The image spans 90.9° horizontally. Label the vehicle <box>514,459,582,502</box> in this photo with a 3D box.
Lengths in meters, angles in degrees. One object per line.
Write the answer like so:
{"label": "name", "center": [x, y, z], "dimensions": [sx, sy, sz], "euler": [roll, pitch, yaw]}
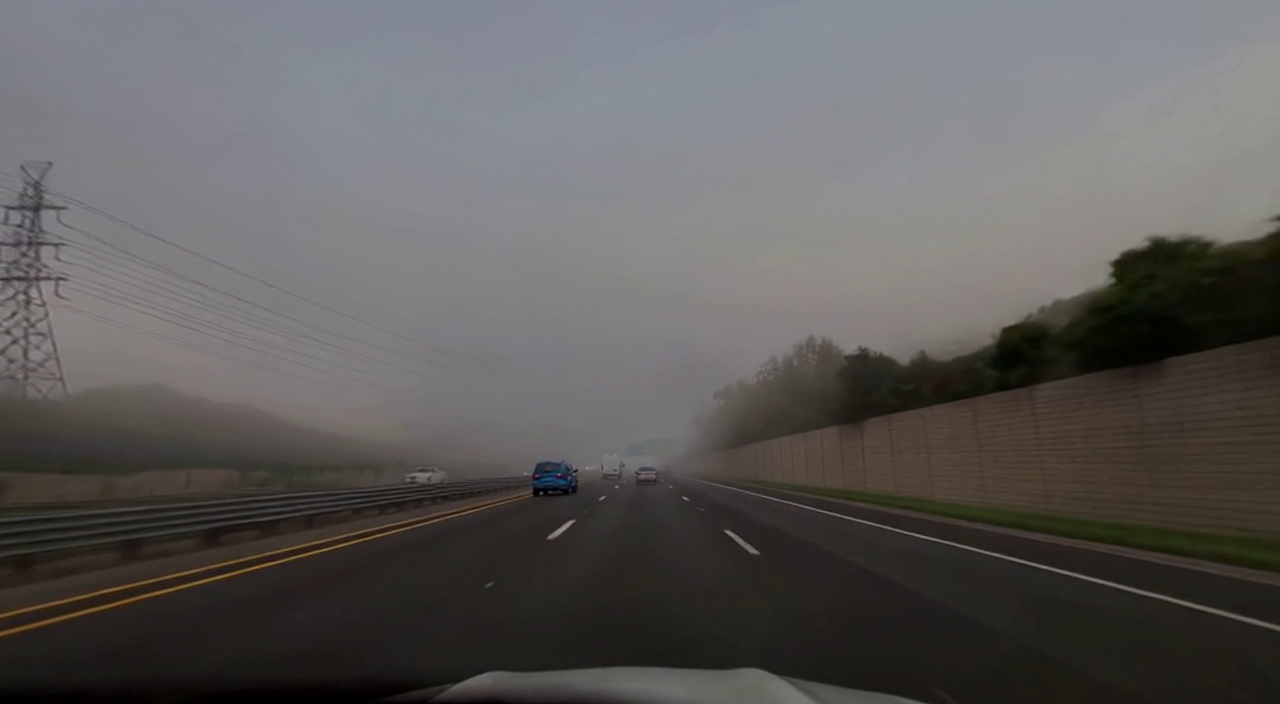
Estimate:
{"label": "vehicle", "center": [-3.635, 5.203, 25.754], "dimensions": [2.023, 1.541, 4.543], "euler": [1, -10, 1]}

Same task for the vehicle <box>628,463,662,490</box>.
{"label": "vehicle", "center": [0.289, 7.734, 39.367], "dimensions": [2.006, 1.554, 3.863], "euler": [1, -10, 0]}
